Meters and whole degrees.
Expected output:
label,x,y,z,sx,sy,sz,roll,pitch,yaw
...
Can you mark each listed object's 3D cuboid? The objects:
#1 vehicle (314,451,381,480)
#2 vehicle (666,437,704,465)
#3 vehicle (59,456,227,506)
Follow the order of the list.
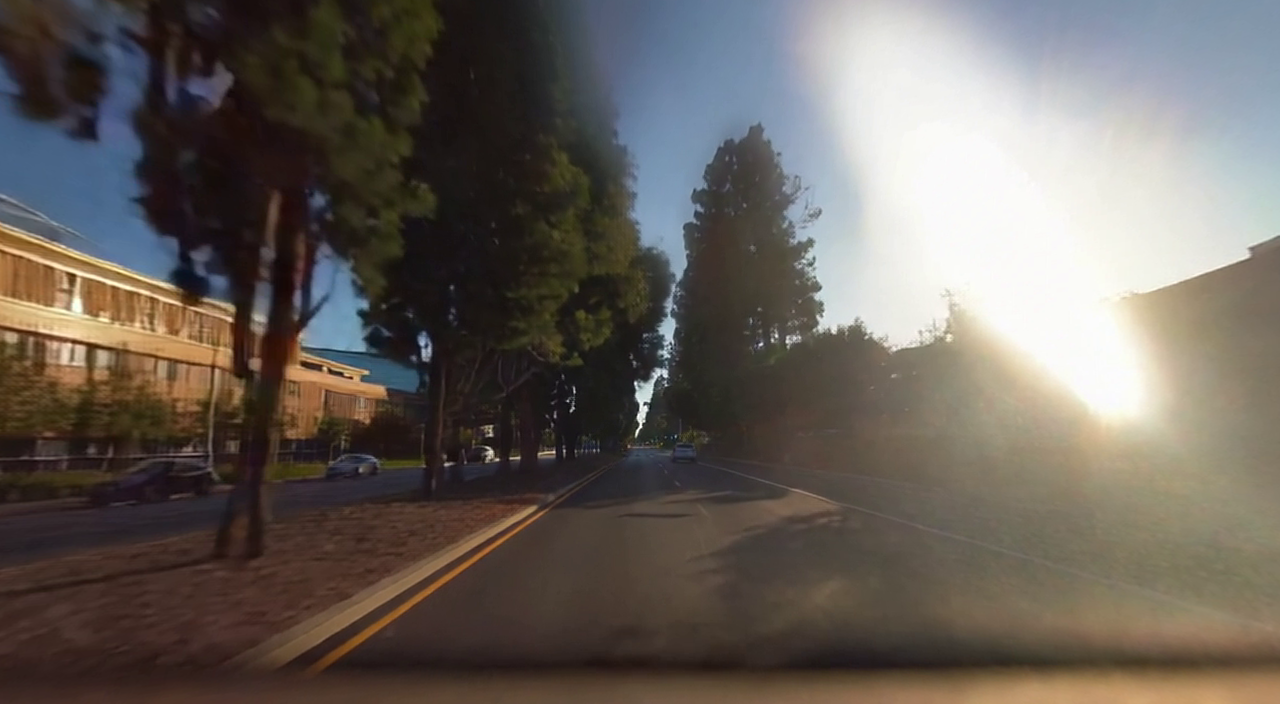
label,x,y,z,sx,sy,sz,roll,pitch,yaw
vehicle,-16.722,6.509,36.326,1.857,1.519,3.969,0,-8,1
vehicle,3.031,6.801,43.615,2.085,1.828,5.383,0,-8,-1
vehicle,-16.840,4.369,21.819,1.908,1.445,4.730,0,-8,1
